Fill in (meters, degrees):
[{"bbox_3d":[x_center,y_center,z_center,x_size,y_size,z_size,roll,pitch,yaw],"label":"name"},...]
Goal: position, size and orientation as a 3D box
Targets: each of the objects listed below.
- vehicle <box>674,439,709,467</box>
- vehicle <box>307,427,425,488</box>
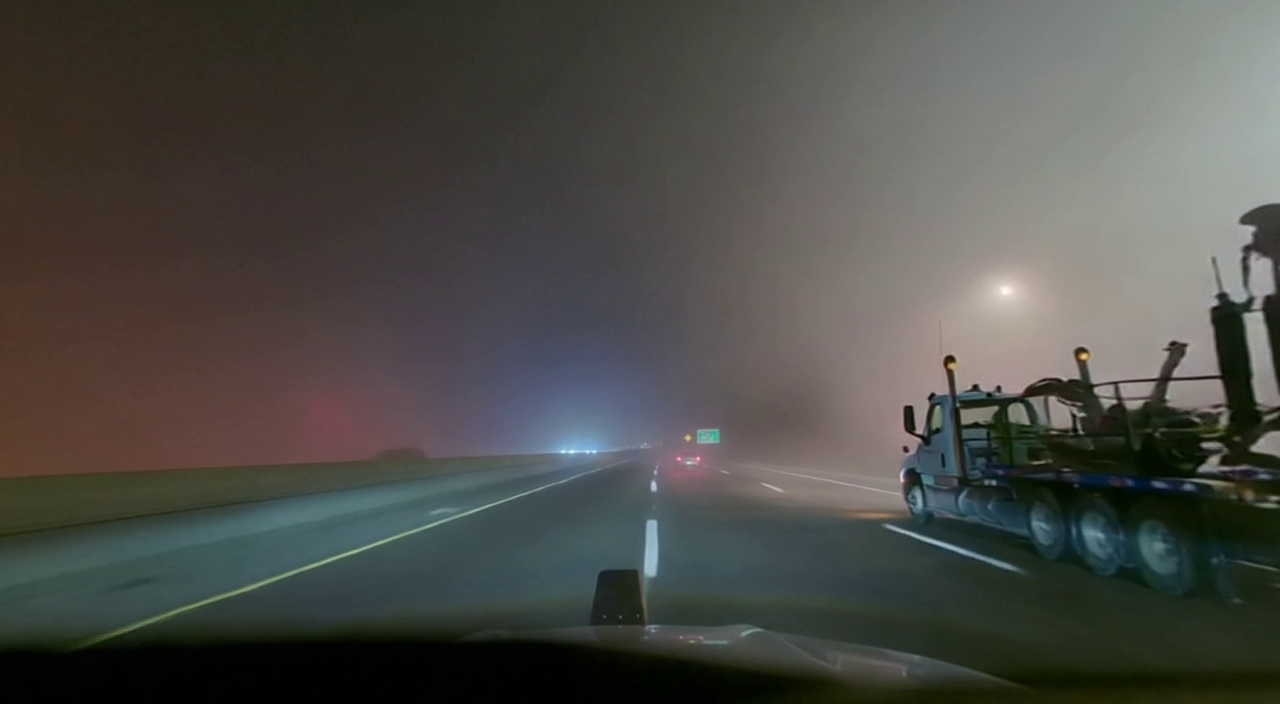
[{"bbox_3d":[3.921,7.810,48.710,2.309,2.003,5.139,0,-9,0],"label":"vehicle"},{"bbox_3d":[-13.445,5.267,31.742,2.615,2.693,7.166,-1,-9,1],"label":"vehicle"}]
